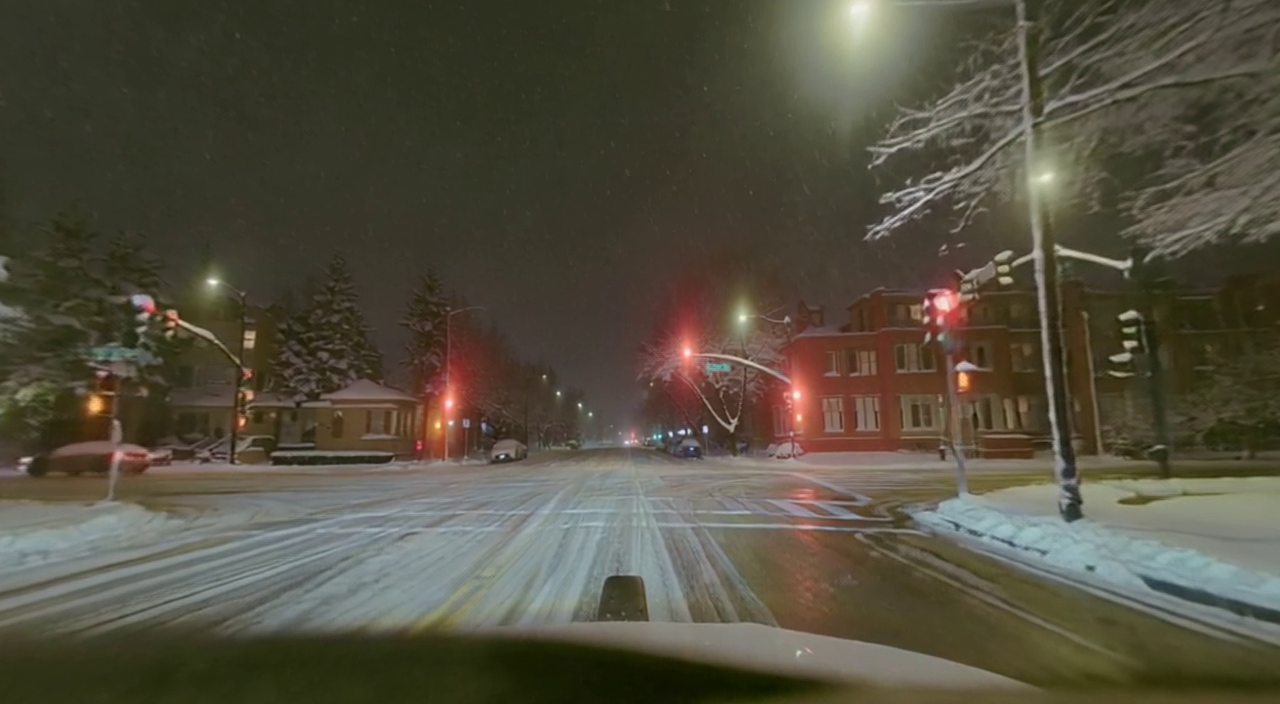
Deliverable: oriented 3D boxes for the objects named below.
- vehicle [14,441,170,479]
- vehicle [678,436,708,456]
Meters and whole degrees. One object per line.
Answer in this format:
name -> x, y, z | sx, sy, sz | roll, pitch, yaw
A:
vehicle -> -22.582, 4.442, 26.097 | 4.606, 1.452, 1.917 | 0, -8, -1
vehicle -> 4.110, 7.430, 49.676 | 1.987, 1.466, 4.389 | 0, -8, 0
